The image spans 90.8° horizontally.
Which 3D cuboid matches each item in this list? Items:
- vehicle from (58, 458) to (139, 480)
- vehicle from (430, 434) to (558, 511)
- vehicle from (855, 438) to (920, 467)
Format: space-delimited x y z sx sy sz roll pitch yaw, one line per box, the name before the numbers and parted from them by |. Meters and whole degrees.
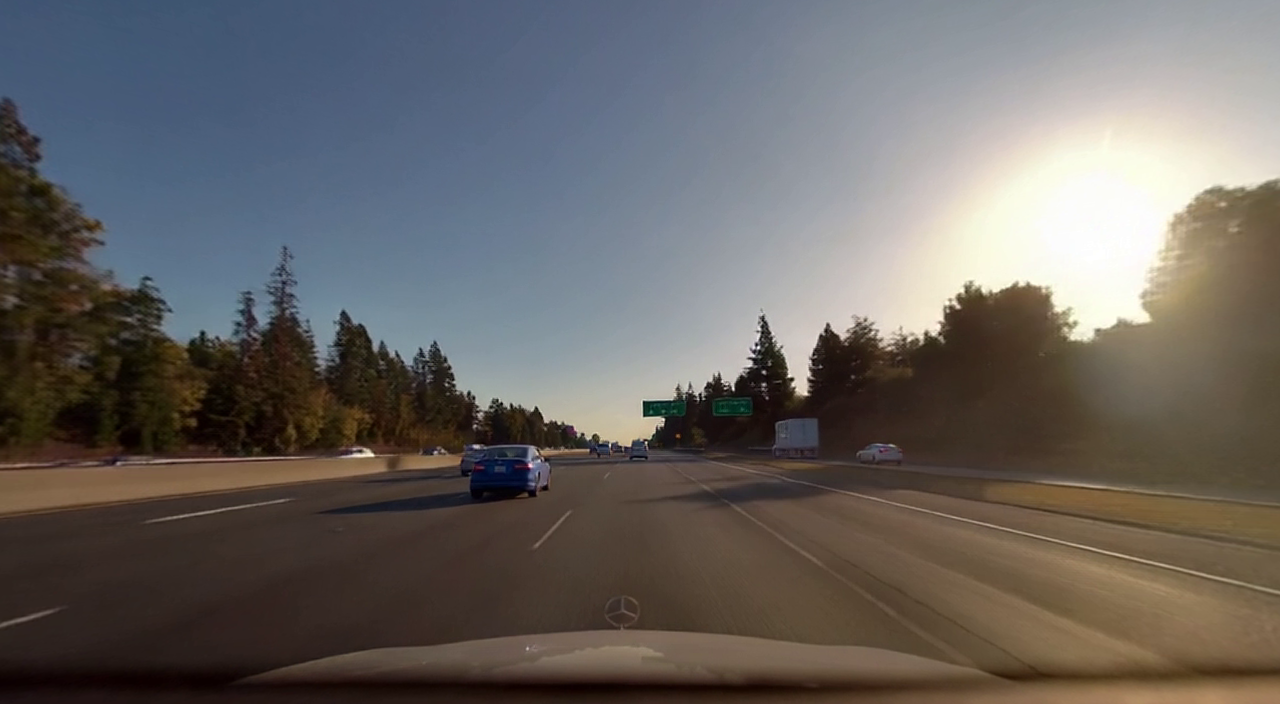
vehicle | -40.555 8.775 47.496 2.068 1.488 4.731 0 -9 -3
vehicle | -3.230 2.754 14.916 2.020 1.554 4.137 0 -9 0
vehicle | 15.478 6.294 39.812 2.081 1.707 4.756 0 -9 -2
